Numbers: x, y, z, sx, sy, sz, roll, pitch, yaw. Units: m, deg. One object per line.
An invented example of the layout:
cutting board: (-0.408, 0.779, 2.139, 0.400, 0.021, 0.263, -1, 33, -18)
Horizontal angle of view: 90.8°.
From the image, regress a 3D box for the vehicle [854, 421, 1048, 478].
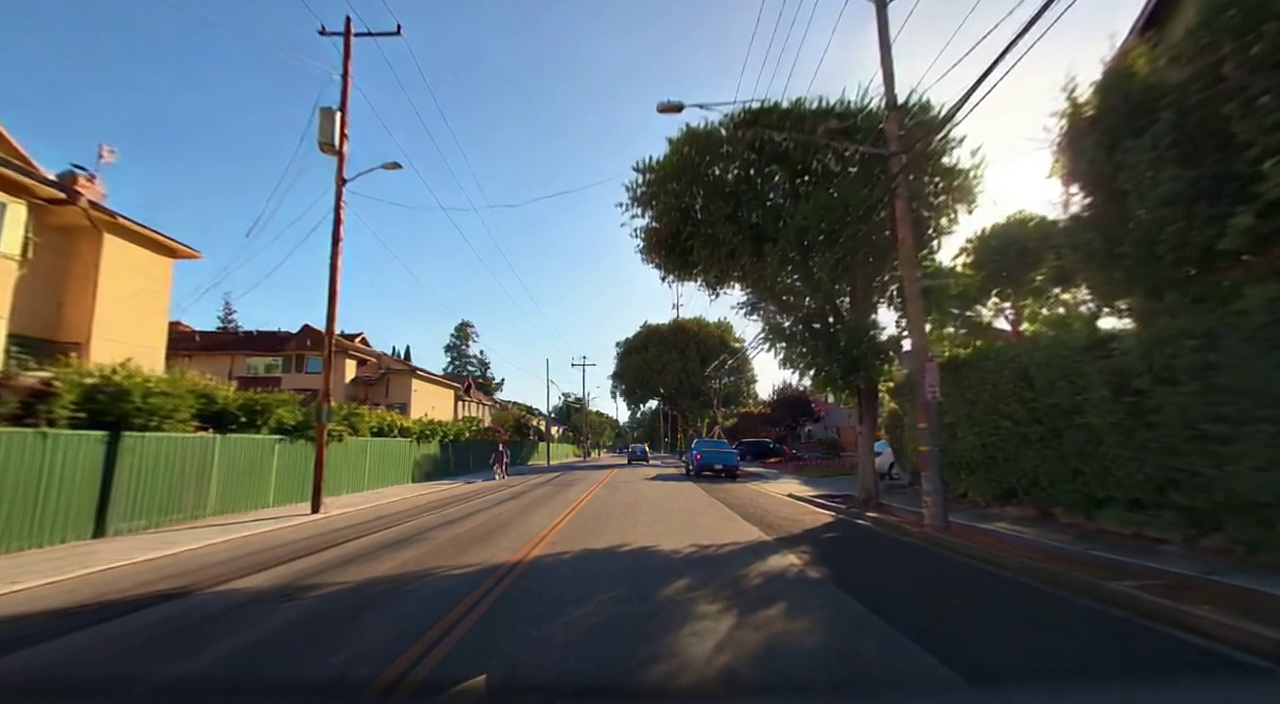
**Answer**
vehicle: (11.188, 3.561, 23.131, 5.846, 1.971, 2.273, 0, -9, 2)

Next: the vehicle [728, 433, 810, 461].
vehicle: (9.676, 7.210, 47.931, 5.590, 2.067, 2.553, 0, -9, -2)

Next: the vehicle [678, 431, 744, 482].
vehicle: (3.146, 4.776, 29.244, 2.278, 1.933, 5.860, 4, -9, 0)
